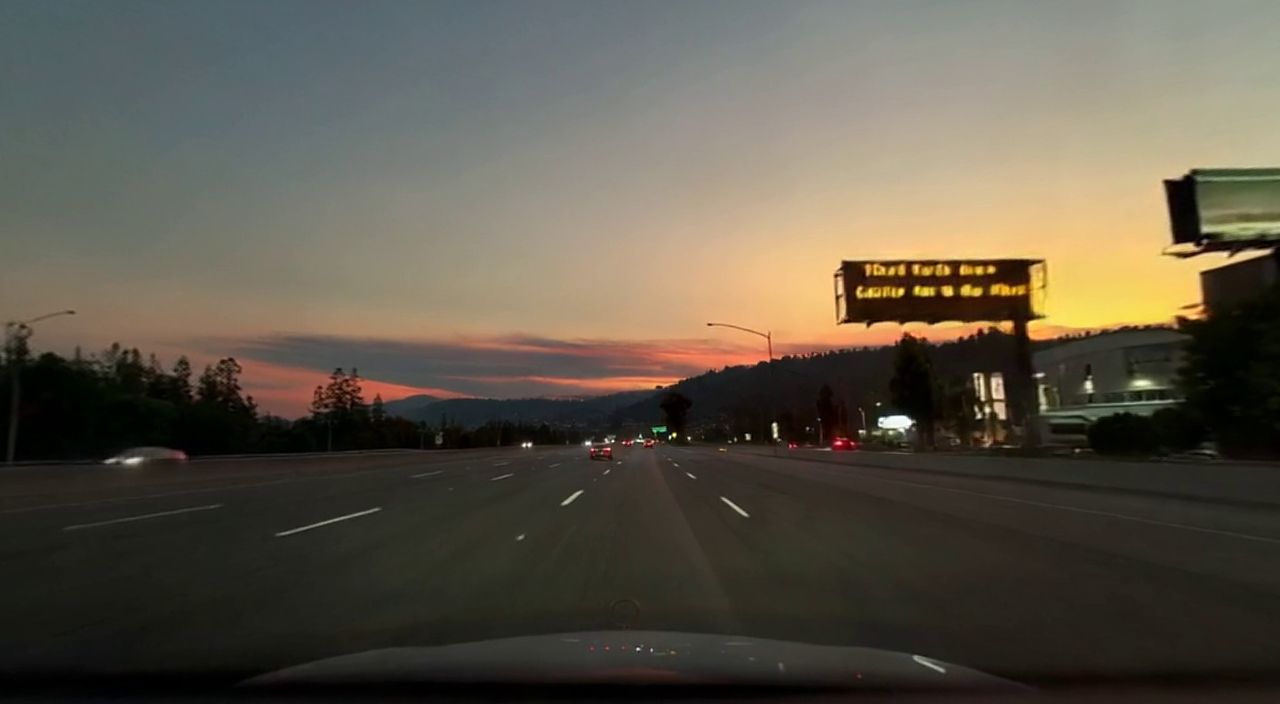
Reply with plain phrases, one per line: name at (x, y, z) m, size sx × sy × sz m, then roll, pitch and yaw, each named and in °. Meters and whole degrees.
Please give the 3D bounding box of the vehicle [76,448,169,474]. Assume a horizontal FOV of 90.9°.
vehicle at (-32.018, 6.720, 39.195) m, size 1.796 × 1.467 × 4.575 m, roll 0°, pitch -8°, yaw 1°
